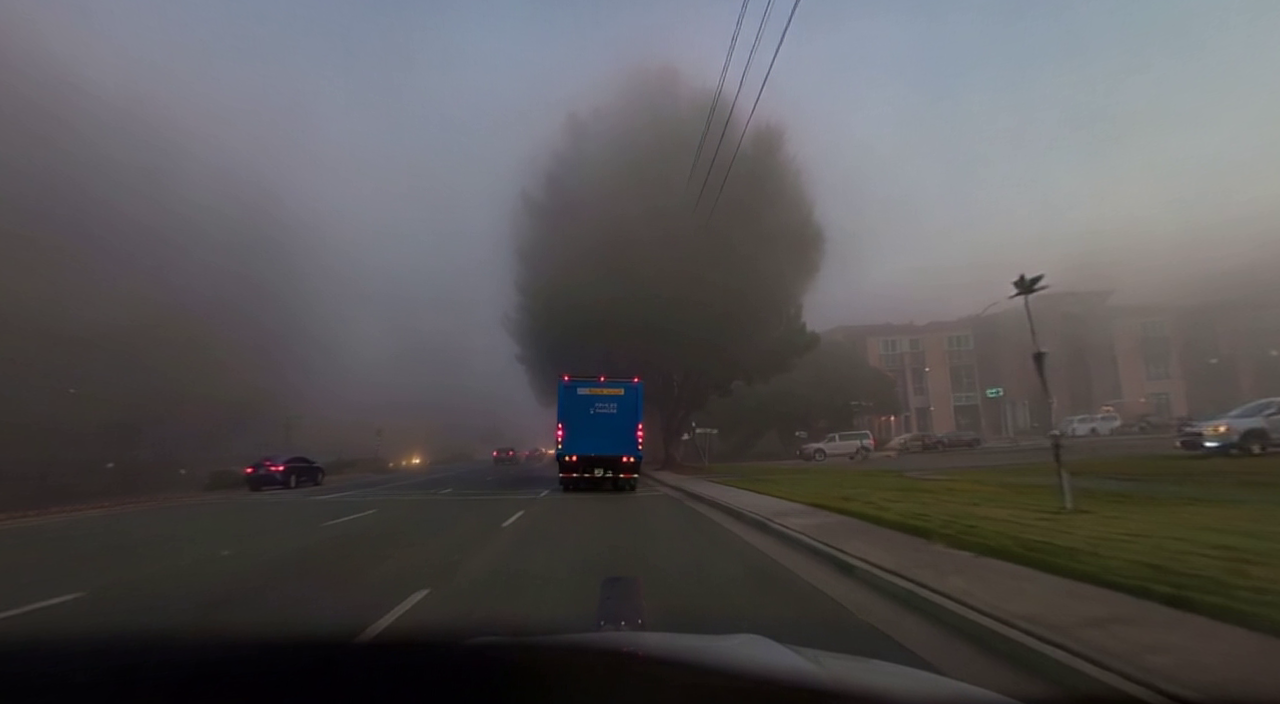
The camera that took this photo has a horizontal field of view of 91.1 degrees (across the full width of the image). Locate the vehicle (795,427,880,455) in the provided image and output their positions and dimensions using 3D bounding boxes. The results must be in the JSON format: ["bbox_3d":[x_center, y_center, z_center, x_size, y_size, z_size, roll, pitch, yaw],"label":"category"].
[{"bbox_3d":[11.523,5.222,36.813,4.321,1.579,1.823,1,-8,-4],"label":"vehicle"}]

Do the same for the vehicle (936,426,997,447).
[{"bbox_3d":[23.578,6.136,45.401,3.537,1.393,1.581,1,-10,-6],"label":"vehicle"}]

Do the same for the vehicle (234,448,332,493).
[{"bbox_3d":[-14.562,4.810,25.907,1.958,1.672,4.283,1,-9,-8],"label":"vehicle"}]

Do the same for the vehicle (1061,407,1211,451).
[{"bbox_3d":[25.025,3.908,31.803,5.850,2.049,2.317,0,-8,-6],"label":"vehicle"}]

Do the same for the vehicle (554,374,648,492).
[{"bbox_3d":[-1.545,3.182,24.095,2.905,3.644,8.807,1,-9,-5],"label":"vehicle"}]

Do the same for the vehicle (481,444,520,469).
[{"bbox_3d":[-10.330,7.781,46.818,2.095,1.759,4.433,0,-9,-3],"label":"vehicle"}]
